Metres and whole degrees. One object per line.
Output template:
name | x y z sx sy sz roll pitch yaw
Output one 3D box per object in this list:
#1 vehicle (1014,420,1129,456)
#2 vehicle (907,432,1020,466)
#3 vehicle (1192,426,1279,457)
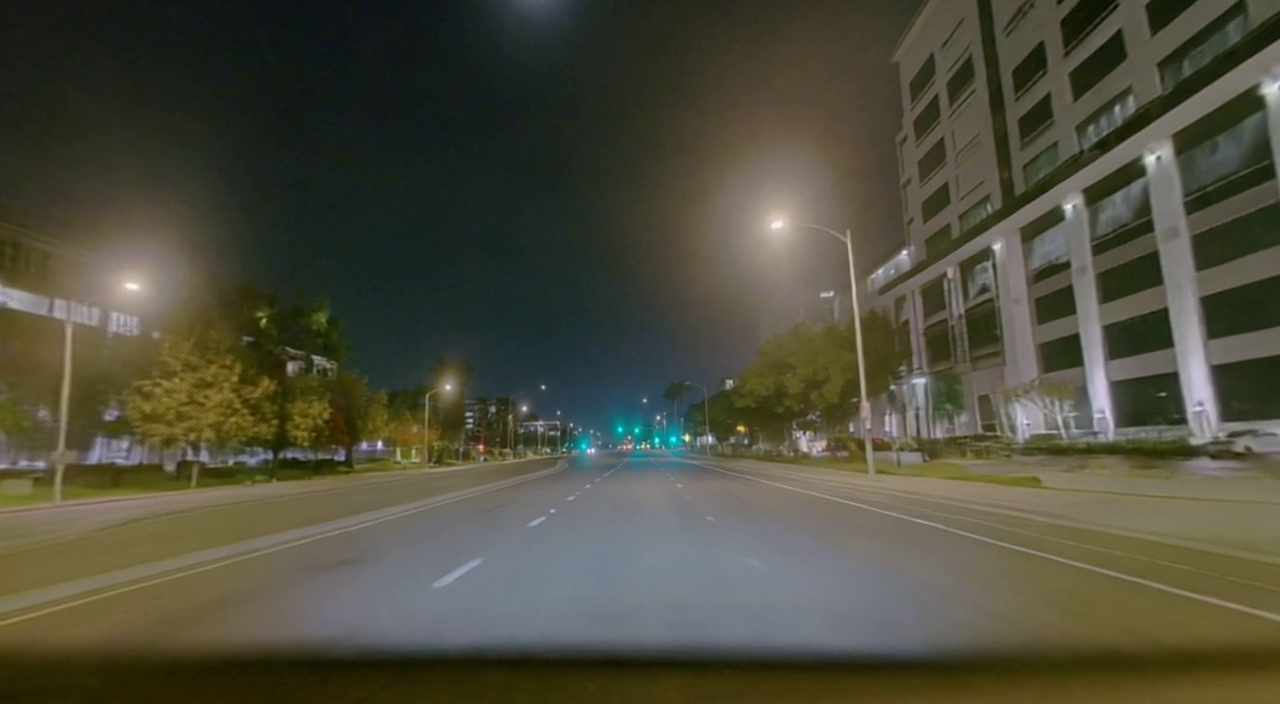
vehicle | 30.017 5.995 44.087 6.323 2.077 2.262 -3 -8 -3
vehicle | 17.380 5.222 34.121 4.938 1.729 2.098 0 -8 -4
vehicle | 30.292 4.411 31.245 4.324 1.472 1.711 0 -8 -1
